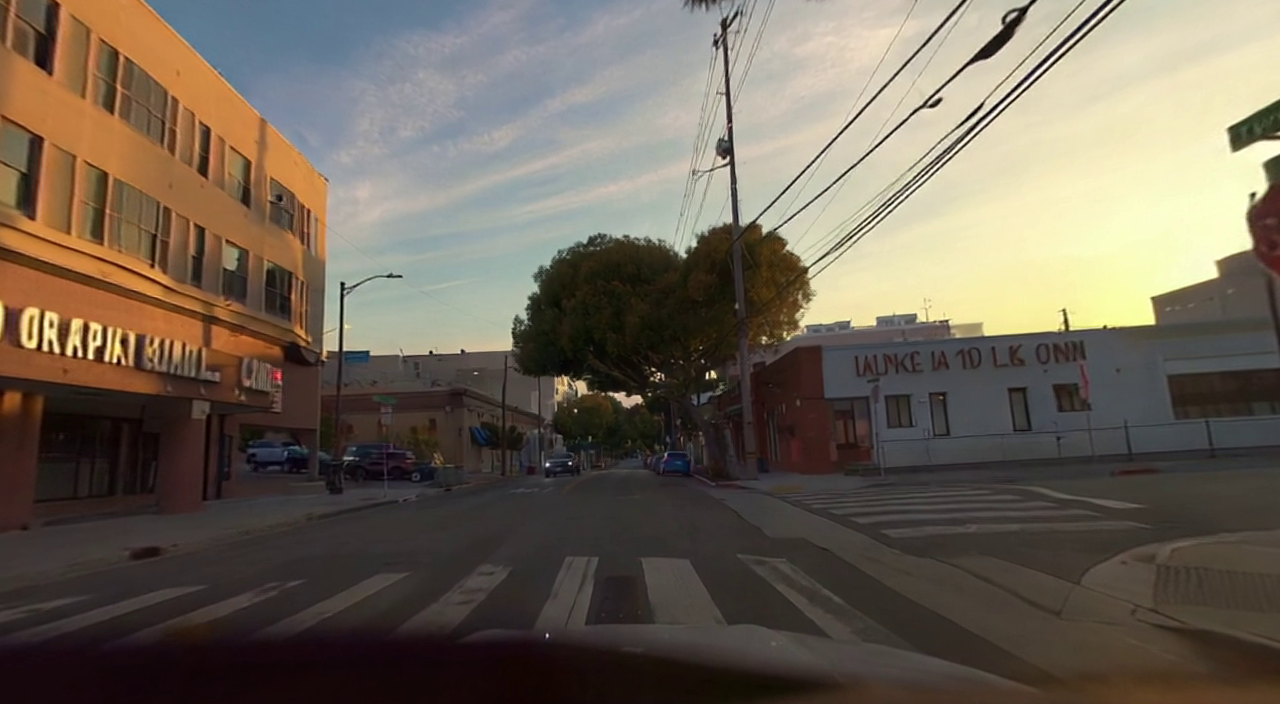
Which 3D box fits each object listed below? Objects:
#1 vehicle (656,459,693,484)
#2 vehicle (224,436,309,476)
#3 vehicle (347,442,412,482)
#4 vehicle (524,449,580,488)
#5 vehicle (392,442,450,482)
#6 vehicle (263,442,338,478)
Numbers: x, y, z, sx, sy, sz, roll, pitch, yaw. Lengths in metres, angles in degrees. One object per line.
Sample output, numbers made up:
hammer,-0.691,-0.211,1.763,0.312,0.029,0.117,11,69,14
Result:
vehicle,2.105,7.512,39.814,1.877,1.373,3.854,0,-8,-4
vehicle,-28.111,7.810,47.902,2.249,2.760,6.636,0,-8,1
vehicle,-19.487,8.232,47.624,2.256,2.668,5.979,0,-7,0
vehicle,-4.788,6.397,35.157,2.495,1.966,4.846,0,-8,-1
vehicle,-16.559,8.352,48.177,2.715,2.789,6.225,0,-10,-5
vehicle,-25.441,8.075,47.614,2.288,2.514,5.886,0,-8,0
